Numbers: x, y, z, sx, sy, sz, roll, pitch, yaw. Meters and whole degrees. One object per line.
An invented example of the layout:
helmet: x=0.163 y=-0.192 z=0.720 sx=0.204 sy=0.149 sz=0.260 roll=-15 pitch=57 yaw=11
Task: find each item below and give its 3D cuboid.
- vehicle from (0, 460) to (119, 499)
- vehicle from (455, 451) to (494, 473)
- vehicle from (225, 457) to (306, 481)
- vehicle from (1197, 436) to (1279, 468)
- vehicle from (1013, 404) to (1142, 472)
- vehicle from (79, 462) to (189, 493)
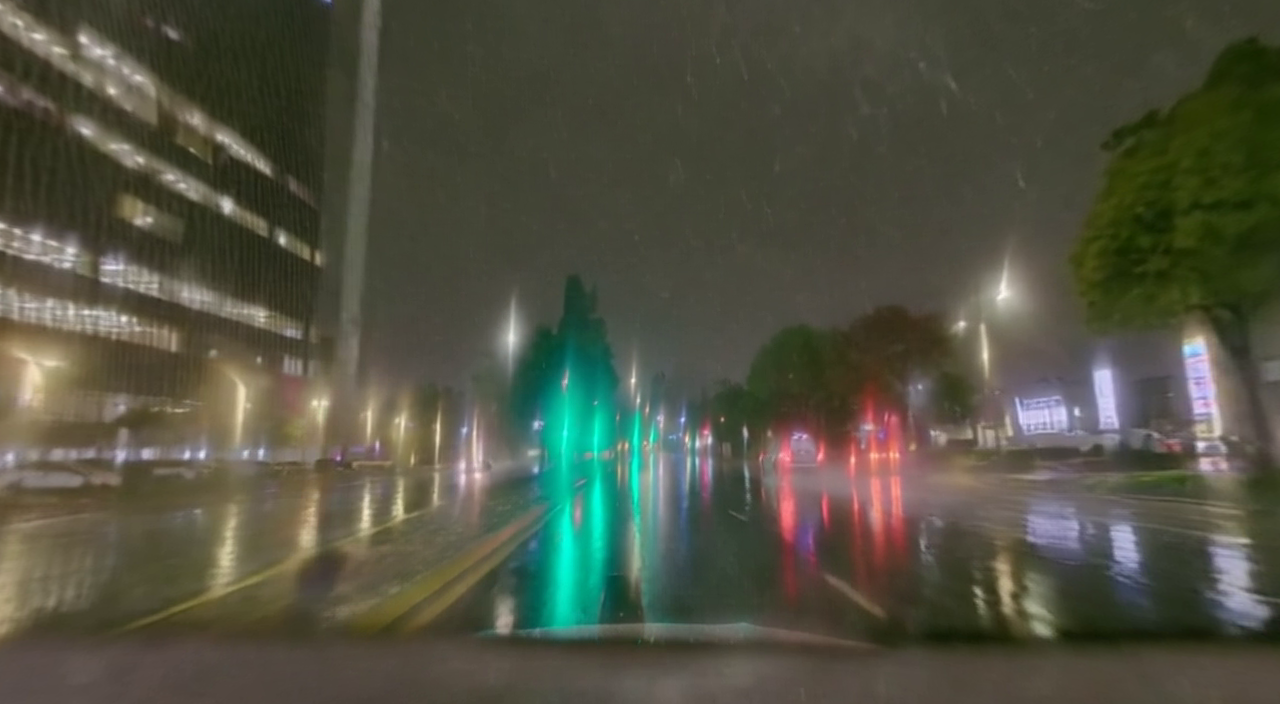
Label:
vehicle: x=-27.729 y=6.045 z=30.153 sx=4.188 sy=1.629 sz=1.946 roll=6 pitch=-11 yaw=-37
vehicle: x=-12.410 y=8.247 z=47.568 sx=1.857 sy=1.483 sz=3.791 roll=0 pitch=-9 yaw=1
vehicle: x=-26.533 y=8.286 z=44.929 sx=4.786 sy=1.486 sz=1.936 roll=4 pitch=-10 yaw=-28
vehicle: x=29.956 y=4.858 z=30.876 sx=1.748 sy=1.435 sz=3.949 roll=0 pitch=-9 yaw=-1
vehicle: x=25.760 y=5.191 z=37.755 sx=2.724 sy=3.646 sz=7.111 roll=0 pitch=-9 yaw=2
vehicle: x=-27.194 y=6.730 z=34.126 sx=4.457 sy=1.425 sz=2.027 roll=6 pitch=-11 yaw=-37
